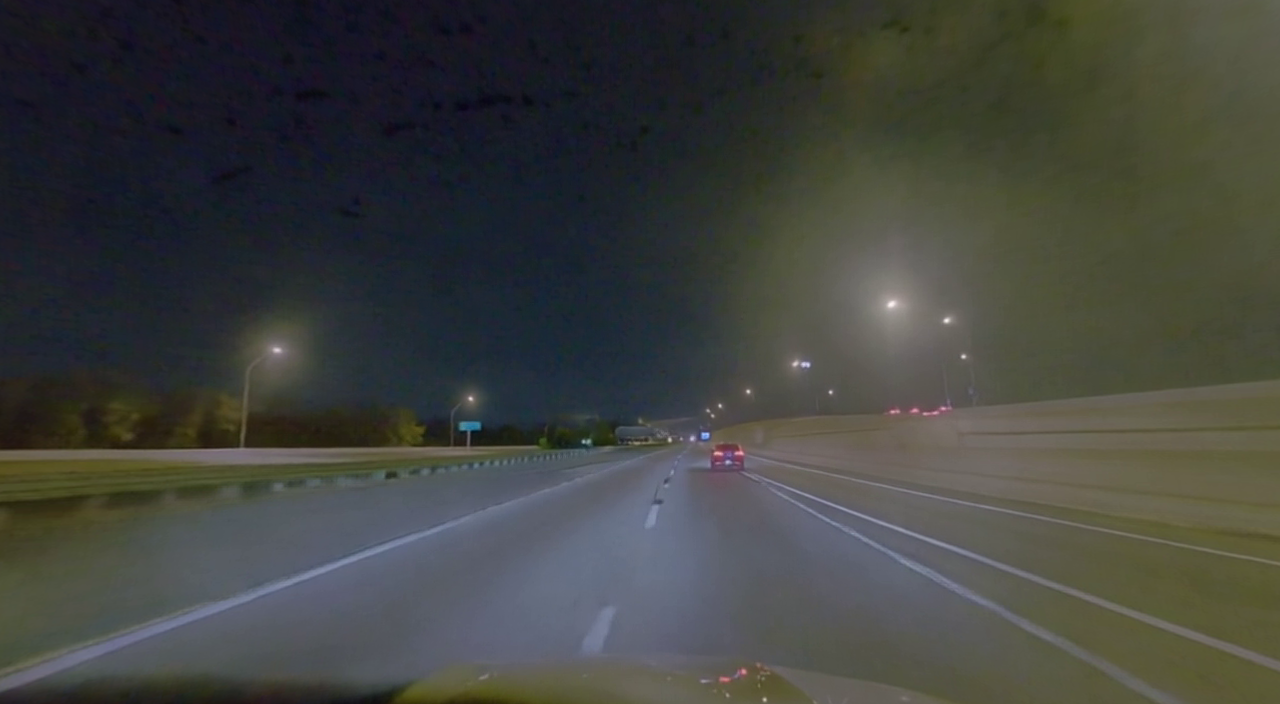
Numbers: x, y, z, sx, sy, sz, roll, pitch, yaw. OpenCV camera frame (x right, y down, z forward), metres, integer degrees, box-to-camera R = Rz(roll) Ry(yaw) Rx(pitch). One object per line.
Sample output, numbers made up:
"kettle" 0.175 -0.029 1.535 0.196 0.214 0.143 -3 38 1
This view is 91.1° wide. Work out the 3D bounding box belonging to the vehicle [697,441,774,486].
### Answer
"vehicle" 3.239 3.870 22.186 2.124 1.405 4.398 0 -8 1
